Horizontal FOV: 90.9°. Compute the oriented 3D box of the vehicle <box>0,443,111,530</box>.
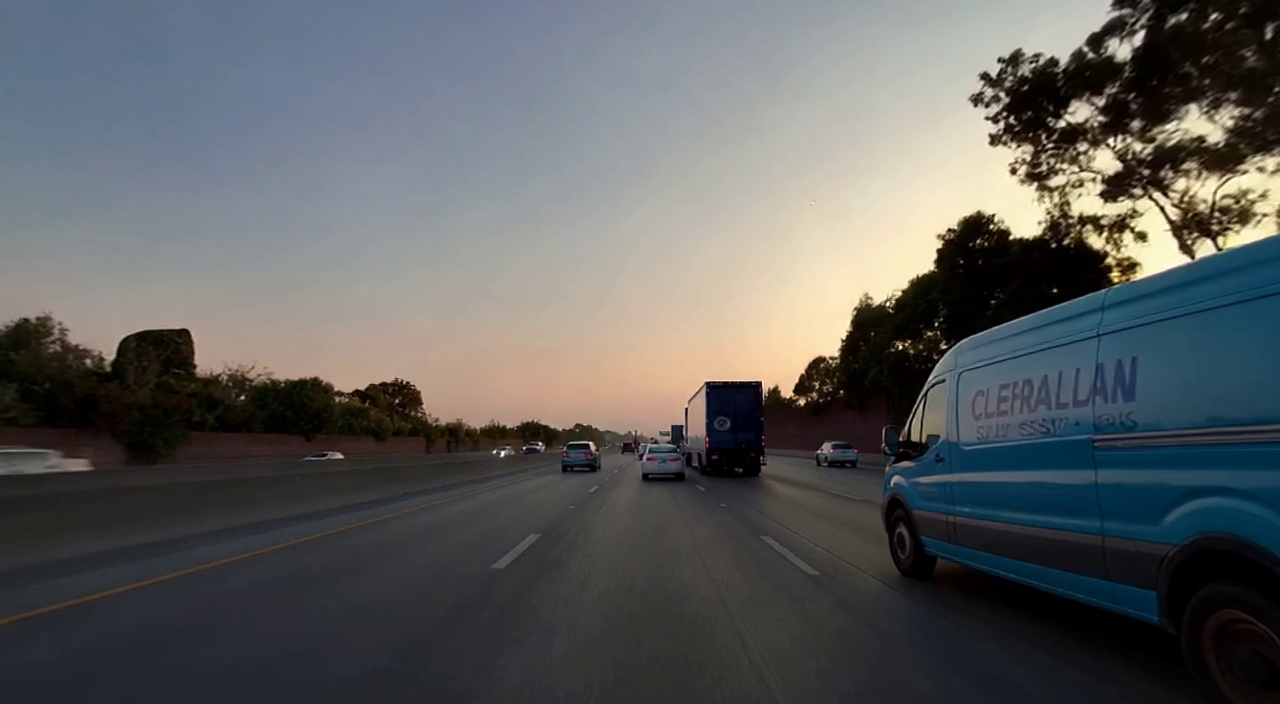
[{"bbox_3d":[-15.894,3.089,14.448,2.452,1.967,5.756,0,-9,1],"label":"vehicle"}]

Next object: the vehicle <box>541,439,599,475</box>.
[{"bbox_3d":[-3.257,5.016,30.289,2.182,1.601,4.364,-1,-9,2],"label":"vehicle"}]

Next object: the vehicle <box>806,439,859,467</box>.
[{"bbox_3d":[11.088,5.861,36.636,1.870,1.525,3.680,0,-9,0],"label":"vehicle"}]

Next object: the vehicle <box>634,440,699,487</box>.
[{"bbox_3d":[0.833,3.861,22.147,2.063,1.469,4.208,0,-9,0],"label":"vehicle"}]

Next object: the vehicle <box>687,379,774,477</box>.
[{"bbox_3d":[4.229,4.091,32.677,2.821,4.077,12.562,0,-9,1],"label":"vehicle"}]

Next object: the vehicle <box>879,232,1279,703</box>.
[{"bbox_3d":[3.516,0.708,3.049,2.441,2.017,5.739,0,-9,0],"label":"vehicle"}]
